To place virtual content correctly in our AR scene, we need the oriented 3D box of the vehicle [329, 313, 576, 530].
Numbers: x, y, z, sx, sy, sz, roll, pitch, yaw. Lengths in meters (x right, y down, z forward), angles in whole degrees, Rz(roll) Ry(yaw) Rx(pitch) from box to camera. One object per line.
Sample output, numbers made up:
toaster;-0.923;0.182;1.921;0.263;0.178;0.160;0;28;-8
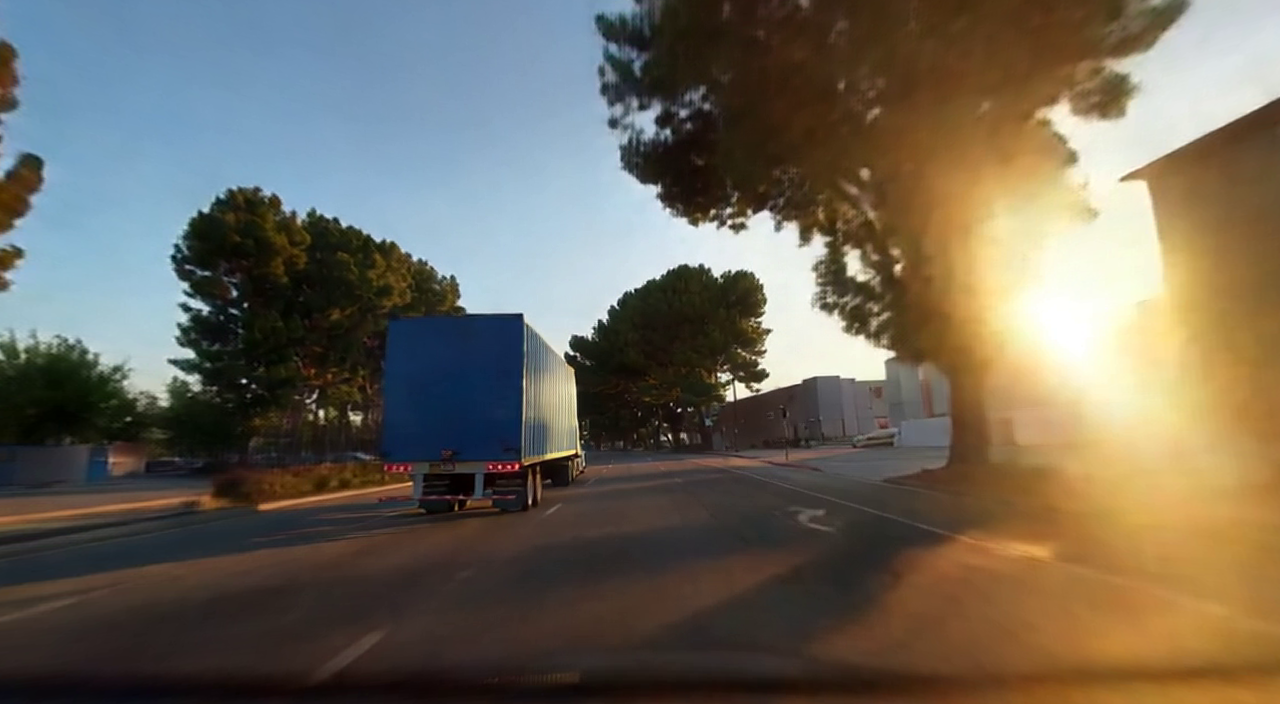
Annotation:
vehicle;-3.344;1.666;14.155;2.910;3.419;8.376;0;-8;0
